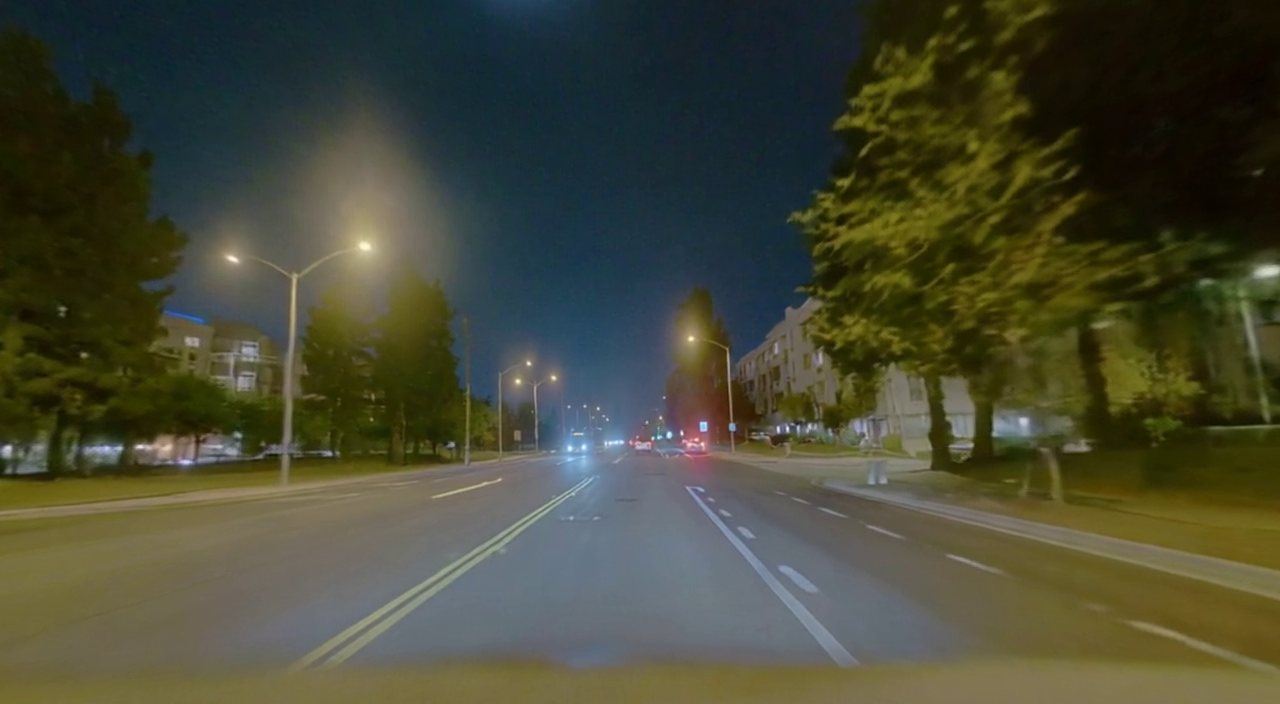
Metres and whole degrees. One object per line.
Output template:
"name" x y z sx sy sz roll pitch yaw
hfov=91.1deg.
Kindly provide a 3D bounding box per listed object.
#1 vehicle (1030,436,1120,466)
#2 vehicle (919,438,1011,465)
"vehicle" 28.736 6.543 41.550 4.686 1.536 2.037 6 -9 -5
"vehicle" 20.936 6.393 40.496 4.849 1.470 2.041 -1 -7 -7
